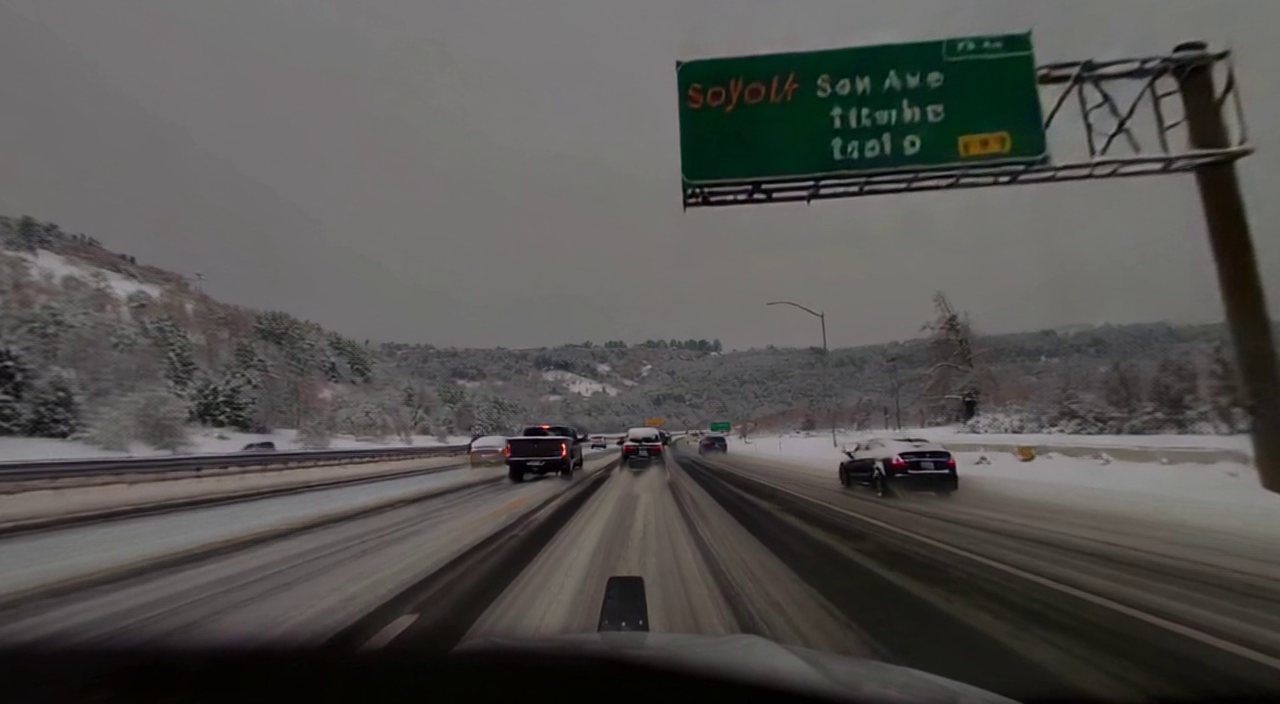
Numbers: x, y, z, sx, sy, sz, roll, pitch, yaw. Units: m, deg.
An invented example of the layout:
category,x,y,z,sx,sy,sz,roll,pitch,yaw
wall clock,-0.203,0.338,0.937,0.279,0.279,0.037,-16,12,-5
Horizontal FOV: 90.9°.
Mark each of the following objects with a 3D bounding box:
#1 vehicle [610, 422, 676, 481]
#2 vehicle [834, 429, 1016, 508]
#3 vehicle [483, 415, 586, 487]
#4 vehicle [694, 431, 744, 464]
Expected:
category,x,y,z,sx,sy,sz,roll,pitch,yaw
vehicle,0.125,3.400,21.681,2.052,1.808,3.898,-1,-8,1
vehicle,6.048,2.515,14.092,1.998,1.456,4.338,0,-8,-1
vehicle,-3.203,3.209,20.604,2.316,1.999,5.765,0,-8,1
vehicle,4.438,5.473,36.181,2.067,1.775,4.372,0,-8,-3
